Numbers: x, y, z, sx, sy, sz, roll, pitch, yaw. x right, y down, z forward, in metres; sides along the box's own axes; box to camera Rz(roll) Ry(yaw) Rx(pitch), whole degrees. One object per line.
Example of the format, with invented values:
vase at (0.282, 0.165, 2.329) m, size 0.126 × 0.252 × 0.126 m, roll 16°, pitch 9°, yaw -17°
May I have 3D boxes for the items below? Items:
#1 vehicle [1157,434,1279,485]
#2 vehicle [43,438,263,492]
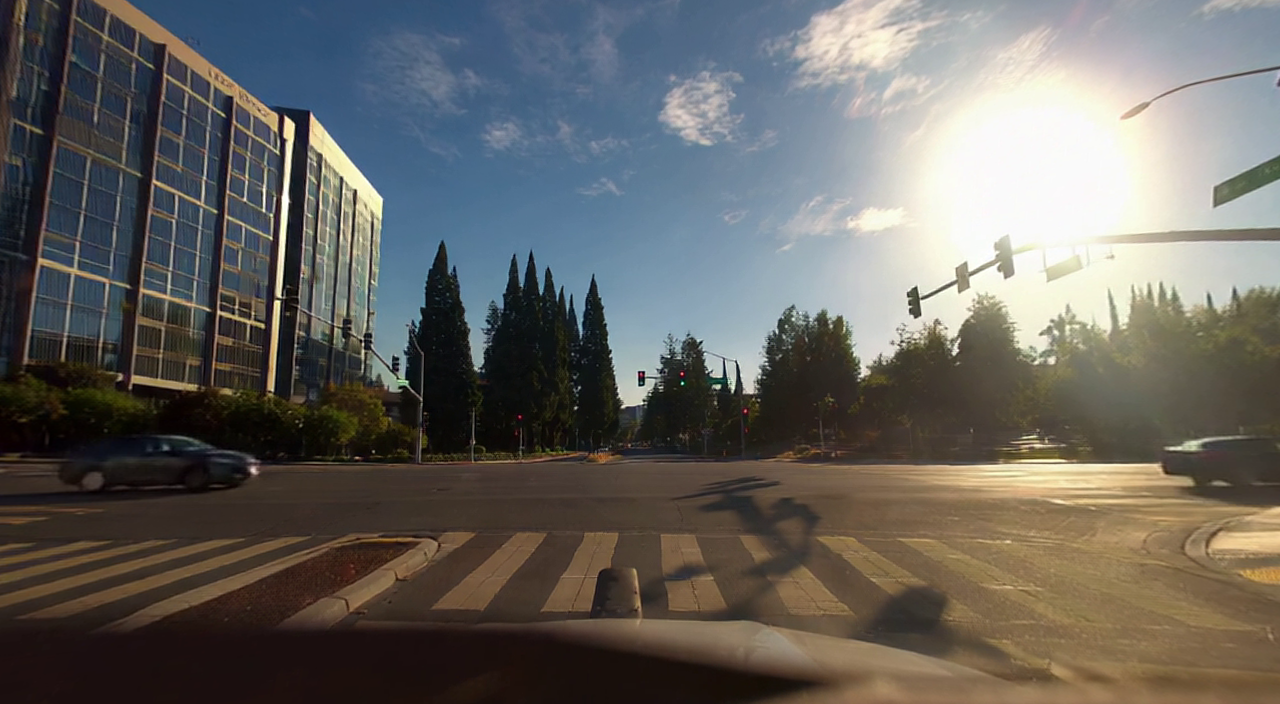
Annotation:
vehicle at (18.892, 3.232, 19.173) m, size 4.698 × 1.466 × 1.883 m, roll 0°, pitch -9°, yaw 0°
vehicle at (-14.262, 3.318, 18.756) m, size 4.838 × 1.468 × 2.052 m, roll 0°, pitch -9°, yaw 1°
